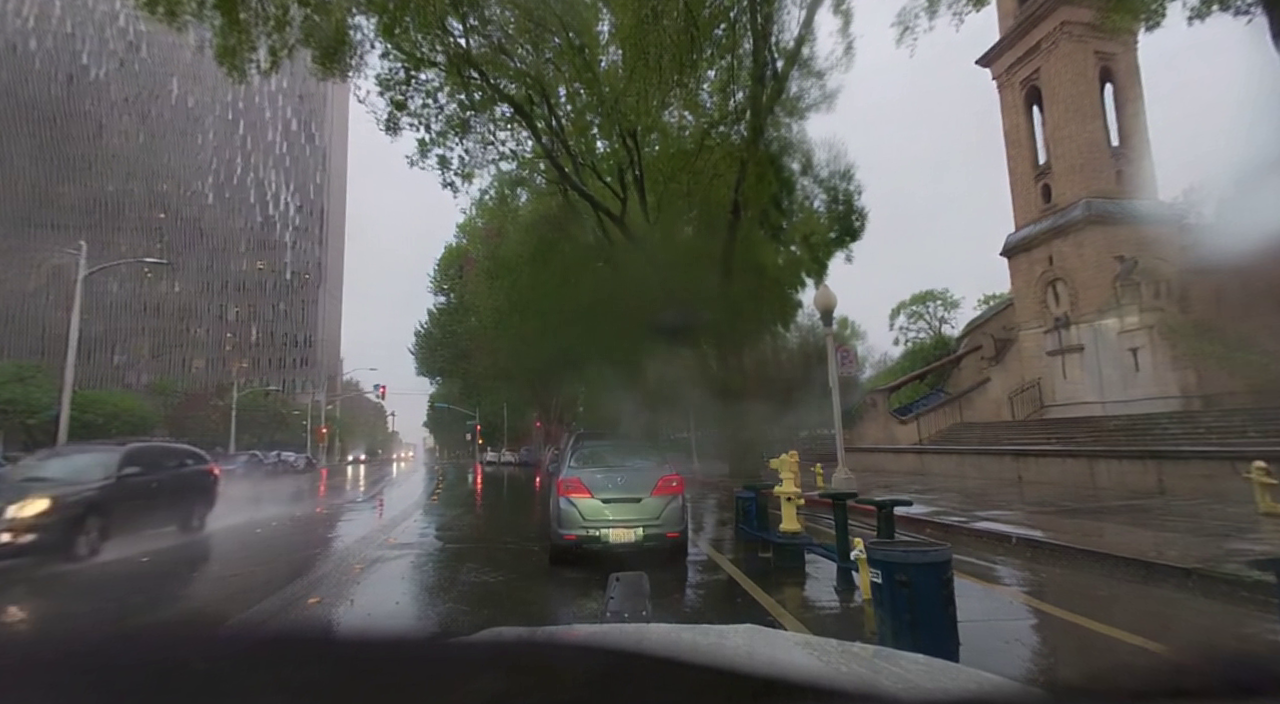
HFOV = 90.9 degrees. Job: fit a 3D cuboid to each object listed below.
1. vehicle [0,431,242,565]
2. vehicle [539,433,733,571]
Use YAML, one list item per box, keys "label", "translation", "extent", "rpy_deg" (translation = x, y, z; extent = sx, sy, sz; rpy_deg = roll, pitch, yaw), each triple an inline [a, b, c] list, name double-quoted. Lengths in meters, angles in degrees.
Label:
- label: "vehicle"
  translation: [-8.913, 2.213, 10.359]
  extent: [2.179, 1.698, 4.549]
  rpy_deg: [1, -8, -7]
- label: "vehicle"
  translation: [-0.233, 1.942, 9.019]
  extent: [2.142, 1.475, 4.051]
  rpy_deg: [1, -8, -6]
